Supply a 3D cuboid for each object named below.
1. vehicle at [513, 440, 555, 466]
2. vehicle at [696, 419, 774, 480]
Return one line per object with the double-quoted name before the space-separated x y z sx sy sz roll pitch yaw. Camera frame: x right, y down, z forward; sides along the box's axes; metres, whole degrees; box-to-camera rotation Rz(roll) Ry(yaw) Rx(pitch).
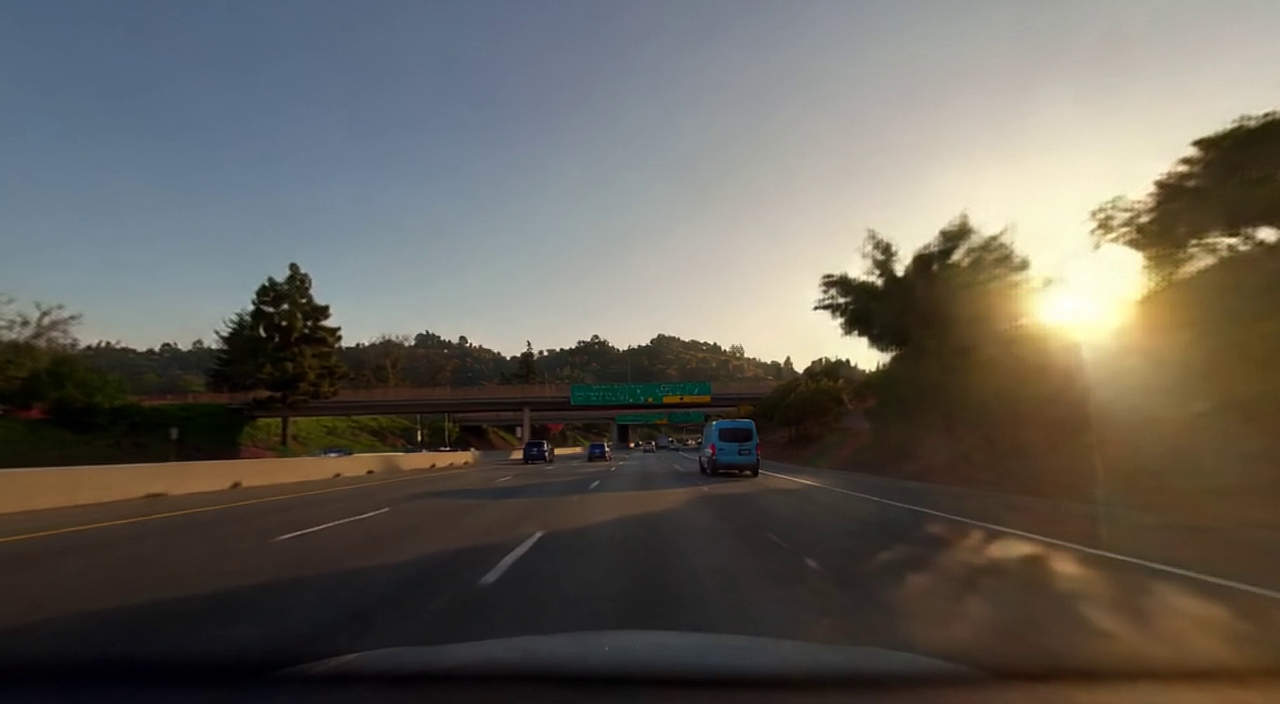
"vehicle" -7.313 7.006 43.924 2.068 1.632 4.623 -1 -8 1
"vehicle" 3.803 4.059 26.397 2.347 2.234 5.352 0 -8 -1
